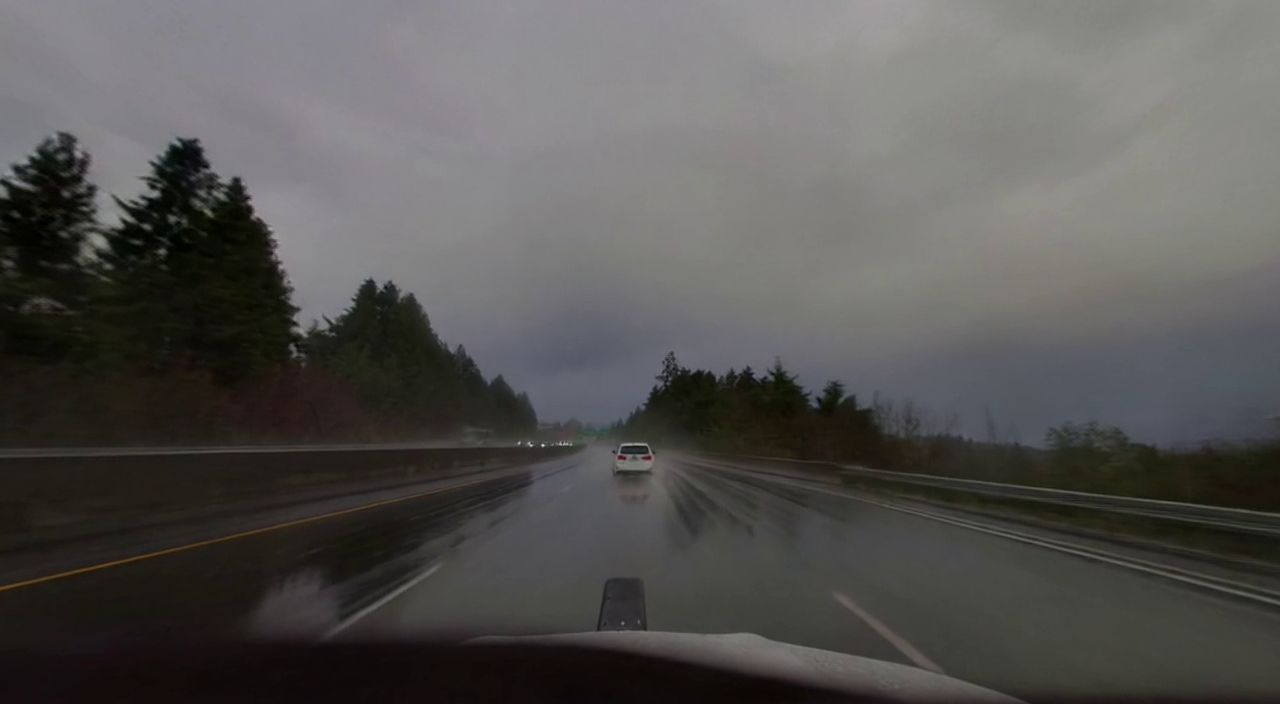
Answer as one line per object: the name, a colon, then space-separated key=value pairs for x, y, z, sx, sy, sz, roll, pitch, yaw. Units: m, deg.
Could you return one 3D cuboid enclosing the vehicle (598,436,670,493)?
vehicle: x=-0.187 y=3.415 z=19.416 sx=2.011 sy=1.590 sz=3.607 roll=0 pitch=-9 yaw=-1
